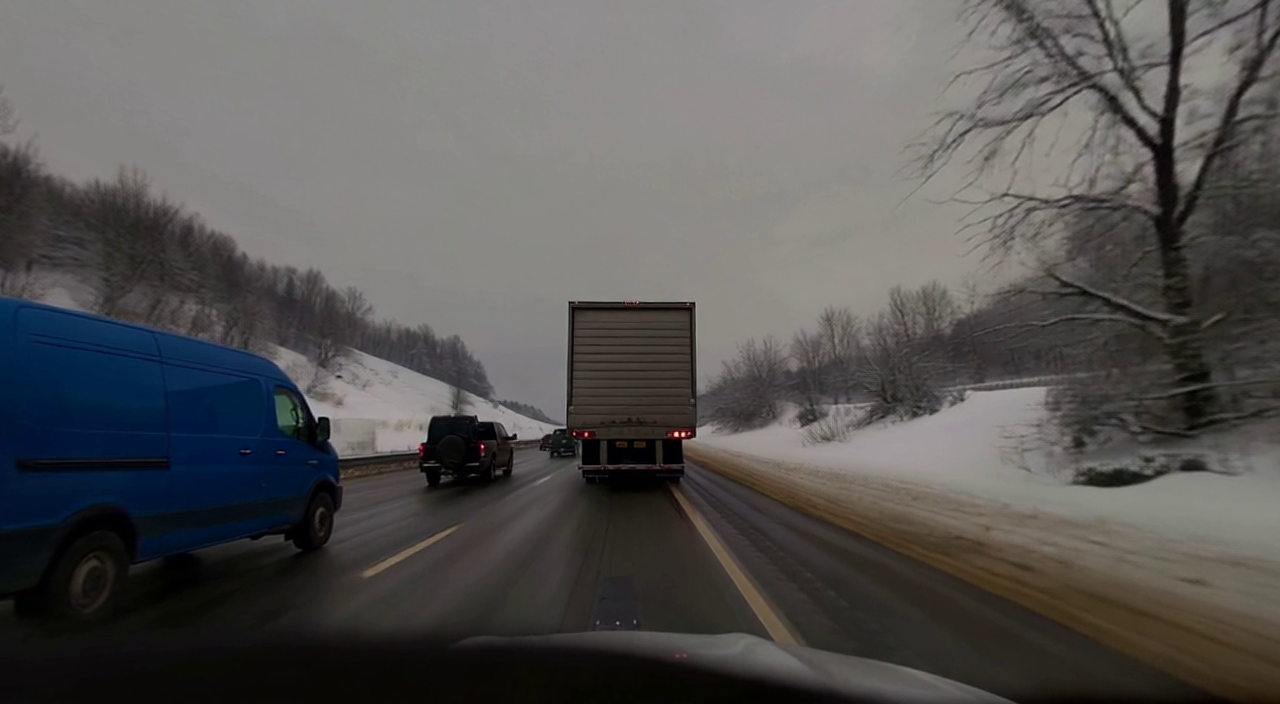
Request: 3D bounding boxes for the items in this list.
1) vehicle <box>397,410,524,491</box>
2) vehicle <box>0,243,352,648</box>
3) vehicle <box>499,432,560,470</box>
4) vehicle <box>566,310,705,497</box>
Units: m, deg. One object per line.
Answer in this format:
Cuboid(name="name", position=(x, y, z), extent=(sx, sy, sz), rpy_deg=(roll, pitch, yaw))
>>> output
Cuboid(name="vehicle", position=(-4.896, 2.778, 18.043), extent=(2.168, 1.985, 4.952), rpy_deg=(0, -8, 0))
Cuboid(name="vehicle", position=(-5.247, 0.849, 5.876), extent=(2.478, 2.515, 5.438), rpy_deg=(0, -8, 0))
Cuboid(name="vehicle", position=(-4.859, 4.392, 28.277), extent=(1.931, 1.539, 4.441), rpy_deg=(0, -8, 0))
Cuboid(name="vehicle", position=(-0.090, 1.756, 18.619), extent=(2.953, 4.041, 10.072), rpy_deg=(0, -8, 0))
